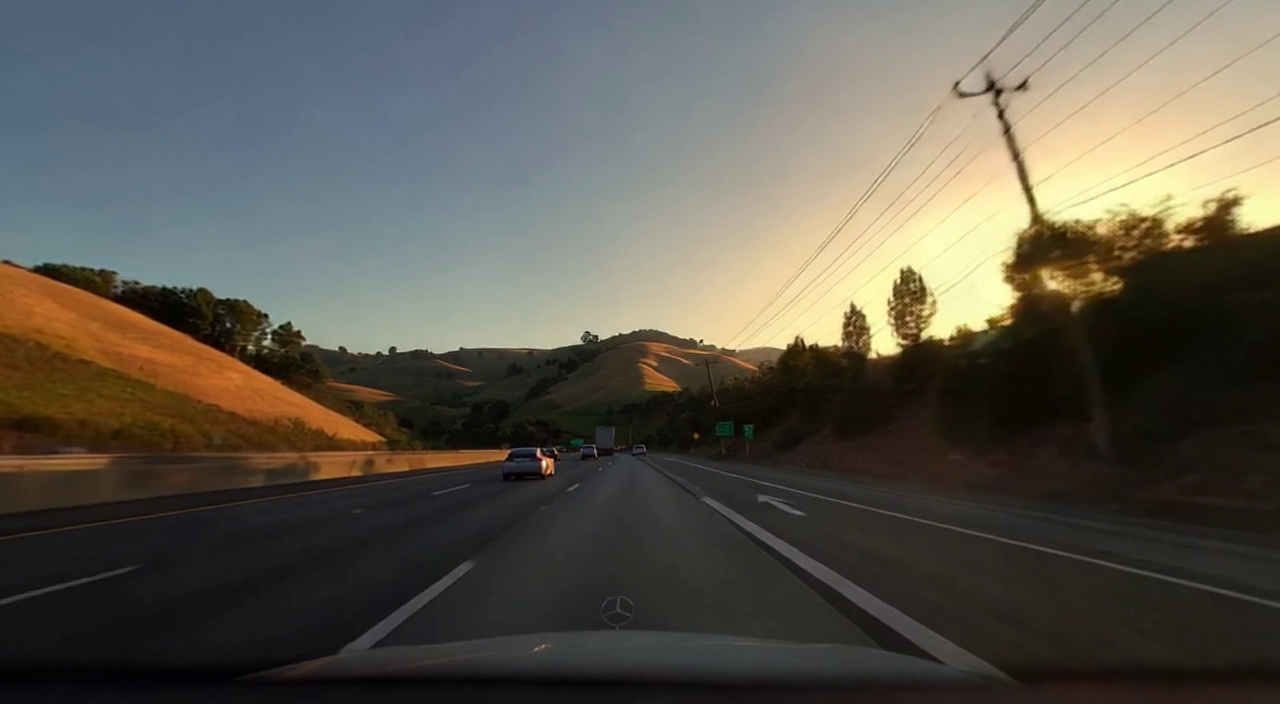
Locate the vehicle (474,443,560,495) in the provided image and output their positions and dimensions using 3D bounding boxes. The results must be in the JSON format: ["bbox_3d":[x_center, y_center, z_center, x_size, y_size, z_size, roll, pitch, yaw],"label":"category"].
[{"bbox_3d":[-3.942,3.820,21.061,1.963,1.533,4.477,0,-9,0],"label":"vehicle"}]

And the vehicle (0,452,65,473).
[{"bbox_3d":[-47.982,8.567,49.324,1.807,1.511,4.553,0,-9,0],"label":"vehicle"}]
